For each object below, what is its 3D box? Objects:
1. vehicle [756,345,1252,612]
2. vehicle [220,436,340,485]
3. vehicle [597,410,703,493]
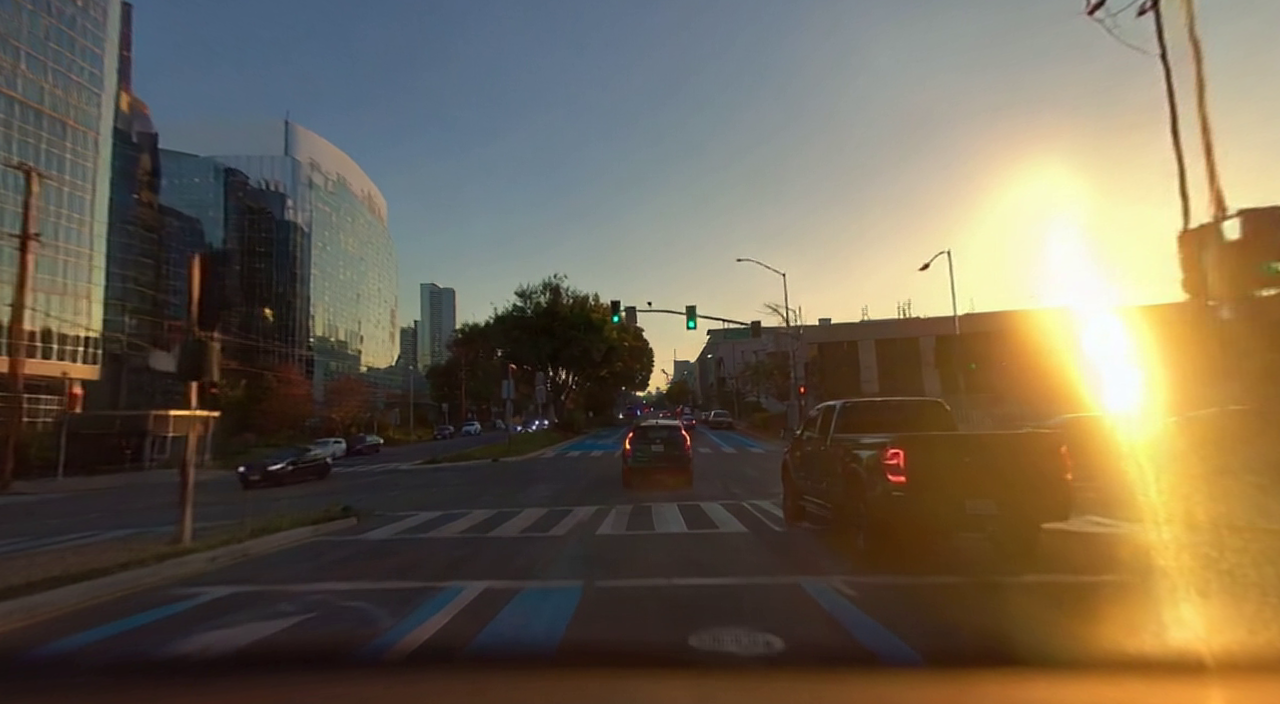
[{"bbox_3d":[3.392,1.439,8.137,2.487,2.048,6.443,0,-9,-1],"label":"vehicle"},{"bbox_3d":[-13.545,4.093,24.098,2.062,1.697,4.321,0,-9,0],"label":"vehicle"},{"bbox_3d":[0.187,2.464,15.801,2.283,1.773,4.255,0,-9,-1],"label":"vehicle"}]
